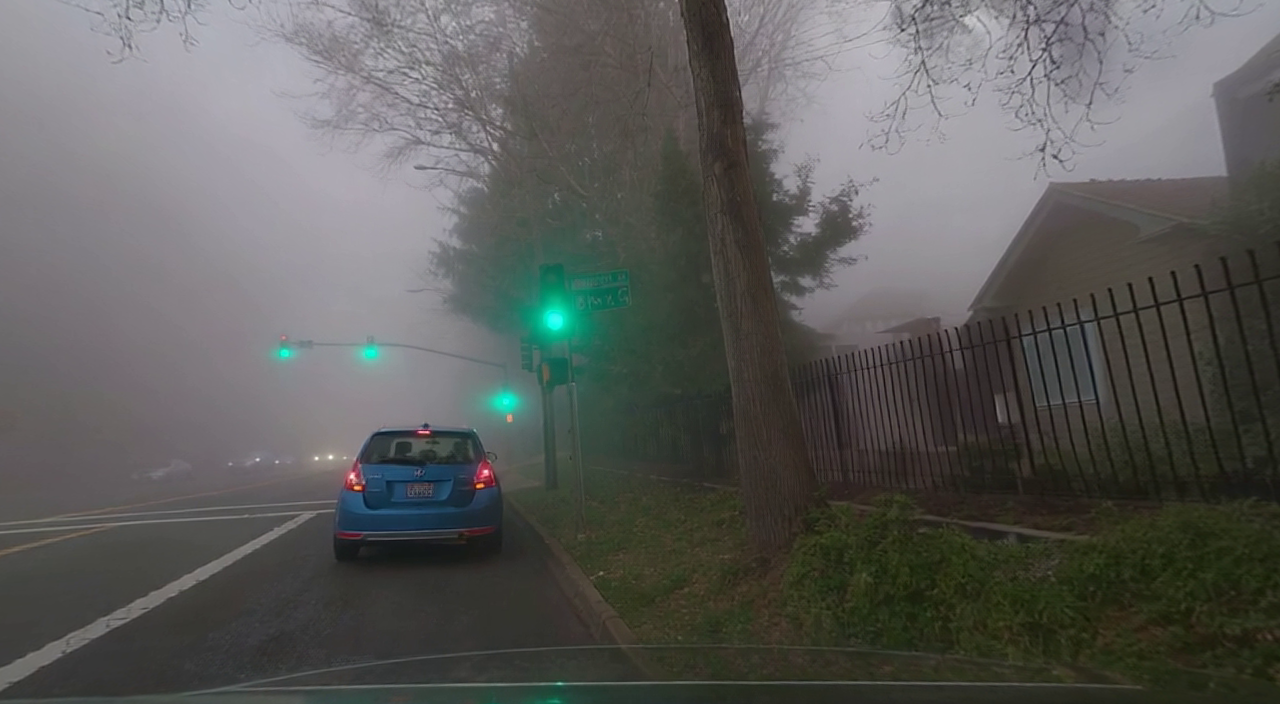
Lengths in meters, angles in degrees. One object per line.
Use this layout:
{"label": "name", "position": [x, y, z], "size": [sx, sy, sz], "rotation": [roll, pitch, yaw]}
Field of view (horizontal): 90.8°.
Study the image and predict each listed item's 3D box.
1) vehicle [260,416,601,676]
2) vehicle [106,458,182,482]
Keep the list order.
{"label": "vehicle", "position": [-1.774, 1.440, 5.823], "size": [2.024, 1.502, 3.702], "rotation": [2, -9, -17]}
{"label": "vehicle", "position": [-36.987, 8.803, 47.153], "size": [3.959, 1.680, 1.785], "rotation": [1, -9, -11]}
